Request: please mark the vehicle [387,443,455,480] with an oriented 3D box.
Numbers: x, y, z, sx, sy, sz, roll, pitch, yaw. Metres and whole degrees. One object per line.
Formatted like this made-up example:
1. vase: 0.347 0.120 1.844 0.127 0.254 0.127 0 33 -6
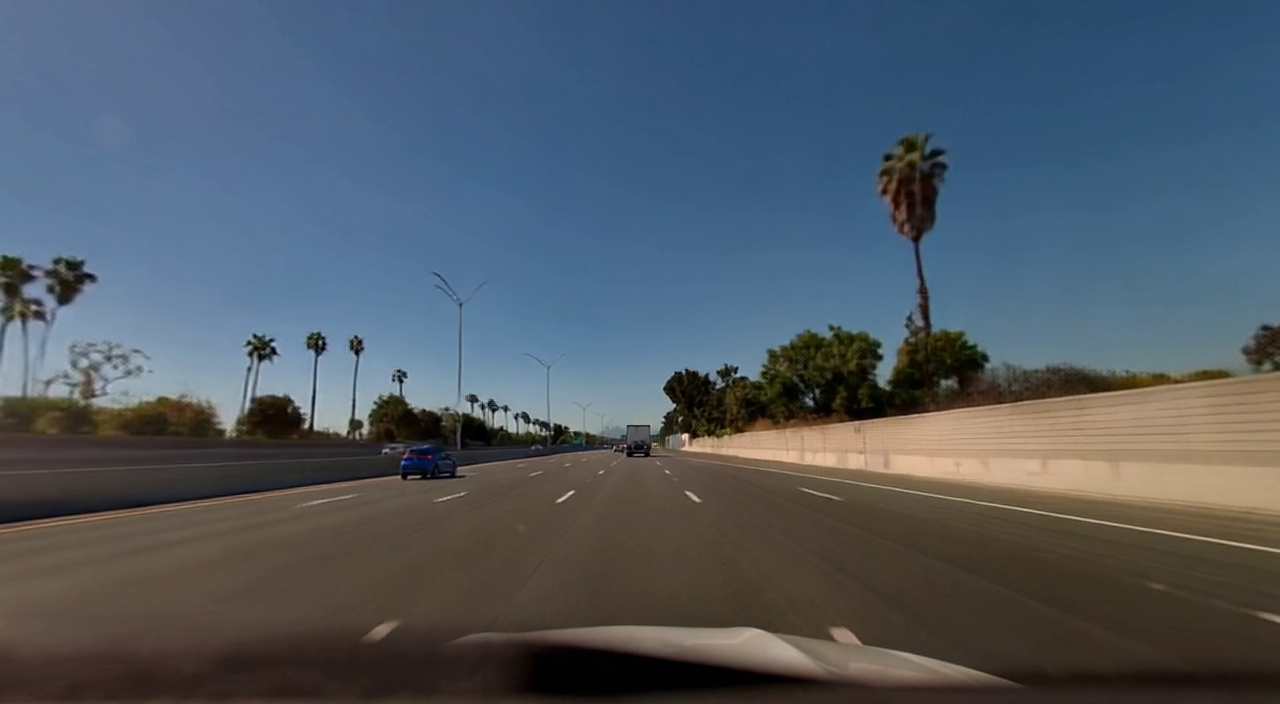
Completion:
1. vehicle: -10.729 5.377 31.262 1.897 1.653 4.113 0 -9 0
